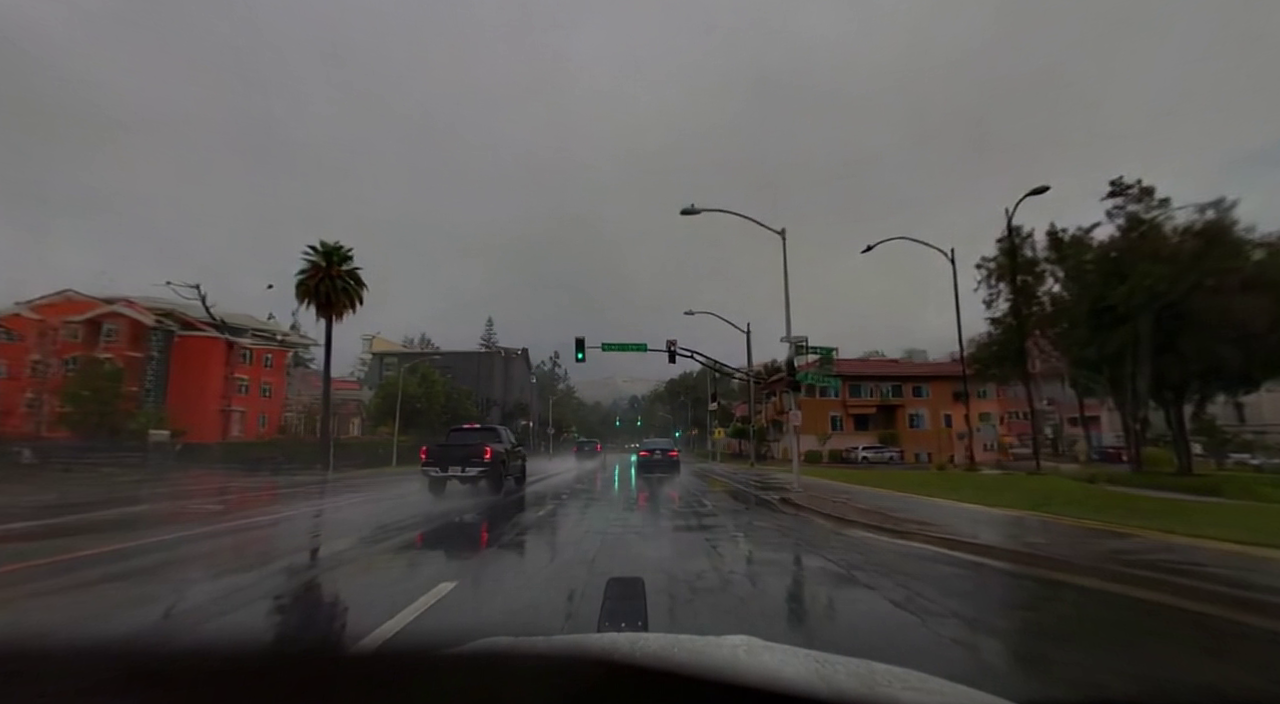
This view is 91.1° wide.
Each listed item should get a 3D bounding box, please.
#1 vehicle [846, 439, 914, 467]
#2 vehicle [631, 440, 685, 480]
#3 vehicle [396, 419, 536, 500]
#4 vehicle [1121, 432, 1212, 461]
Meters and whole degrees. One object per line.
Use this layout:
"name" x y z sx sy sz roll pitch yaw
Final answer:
"vehicle" 18.741 7.898 49.160 4.295 1.787 2.187 -4 -8 0
"vehicle" 0.799 4.600 26.992 2.122 1.562 4.152 -1 -8 2
"vehicle" -4.656 3.012 18.024 2.187 1.904 6.103 0 -8 1
"vehicle" 40.829 7.329 48.711 5.530 1.797 2.108 -3 -8 -9
